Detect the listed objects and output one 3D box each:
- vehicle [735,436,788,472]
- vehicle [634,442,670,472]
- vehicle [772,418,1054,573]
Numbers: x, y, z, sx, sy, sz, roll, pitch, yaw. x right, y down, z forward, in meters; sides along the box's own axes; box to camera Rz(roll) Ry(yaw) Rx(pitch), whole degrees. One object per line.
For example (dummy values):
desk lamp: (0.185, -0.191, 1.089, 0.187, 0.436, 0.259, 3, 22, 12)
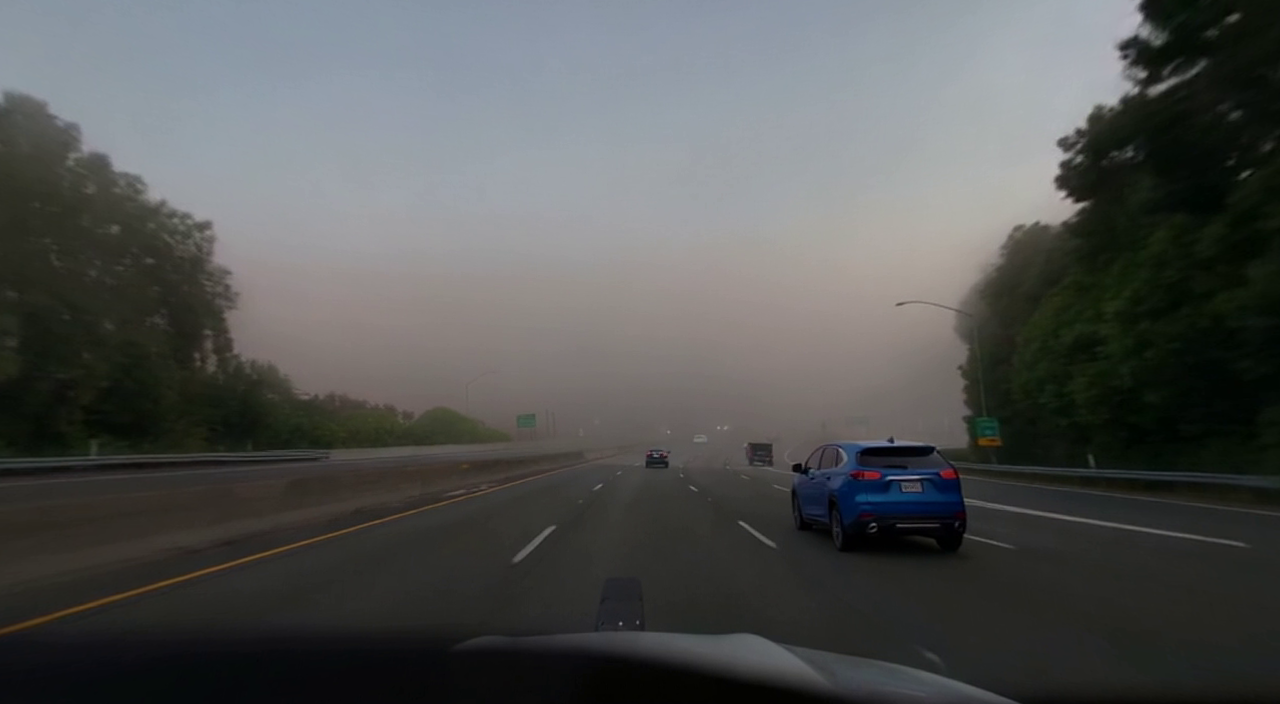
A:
vehicle: (8.023, 6.819, 42.368, 2.526, 2.230, 6.190, -1, -9, 2)
vehicle: (0.827, 6.752, 40.882, 2.181, 1.768, 4.383, -1, -9, 3)
vehicle: (3.434, 1.892, 9.111, 2.097, 1.659, 4.320, 0, -9, 0)
